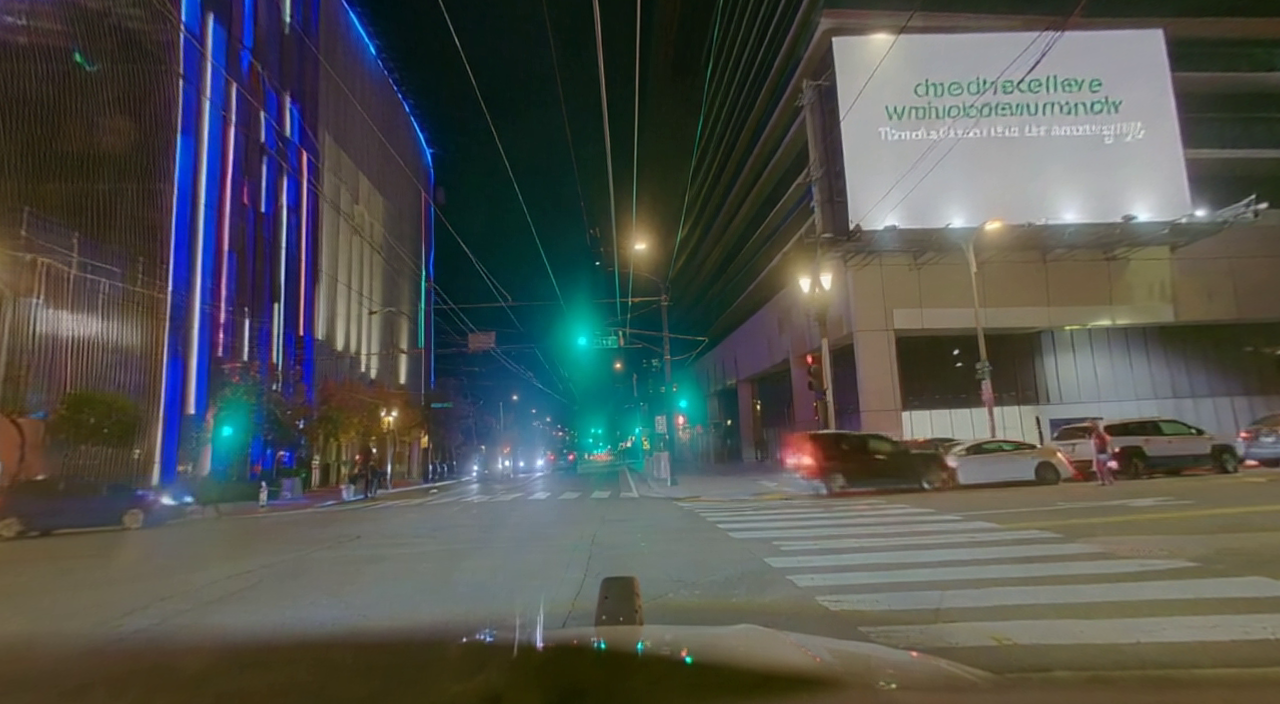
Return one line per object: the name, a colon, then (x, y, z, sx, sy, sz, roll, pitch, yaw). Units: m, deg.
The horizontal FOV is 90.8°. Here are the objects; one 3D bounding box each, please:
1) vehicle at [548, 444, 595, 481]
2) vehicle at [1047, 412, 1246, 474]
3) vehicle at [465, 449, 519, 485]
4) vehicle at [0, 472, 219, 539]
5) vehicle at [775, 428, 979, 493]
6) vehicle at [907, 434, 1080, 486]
vehicle: (-3.708, 6.084, 35.183, 2.137, 1.910, 5.120, 0, -8, -1)
vehicle: (16.759, 3.037, 21.079, 4.944, 1.946, 1.952, 0, -8, -3)
vehicle: (-8.423, 6.518, 36.282, 2.121, 1.792, 4.510, -3, -8, -2)
vehicle: (-14.359, 4.077, 17.103, 4.549, 1.490, 1.797, 3, -9, -21)
vehicle: (6.203, 2.881, 16.942, 4.637, 1.624, 1.927, 0, -8, -2)
vehicle: (11.394, 3.488, 20.556, 4.697, 1.510, 1.596, 0, -9, -4)
